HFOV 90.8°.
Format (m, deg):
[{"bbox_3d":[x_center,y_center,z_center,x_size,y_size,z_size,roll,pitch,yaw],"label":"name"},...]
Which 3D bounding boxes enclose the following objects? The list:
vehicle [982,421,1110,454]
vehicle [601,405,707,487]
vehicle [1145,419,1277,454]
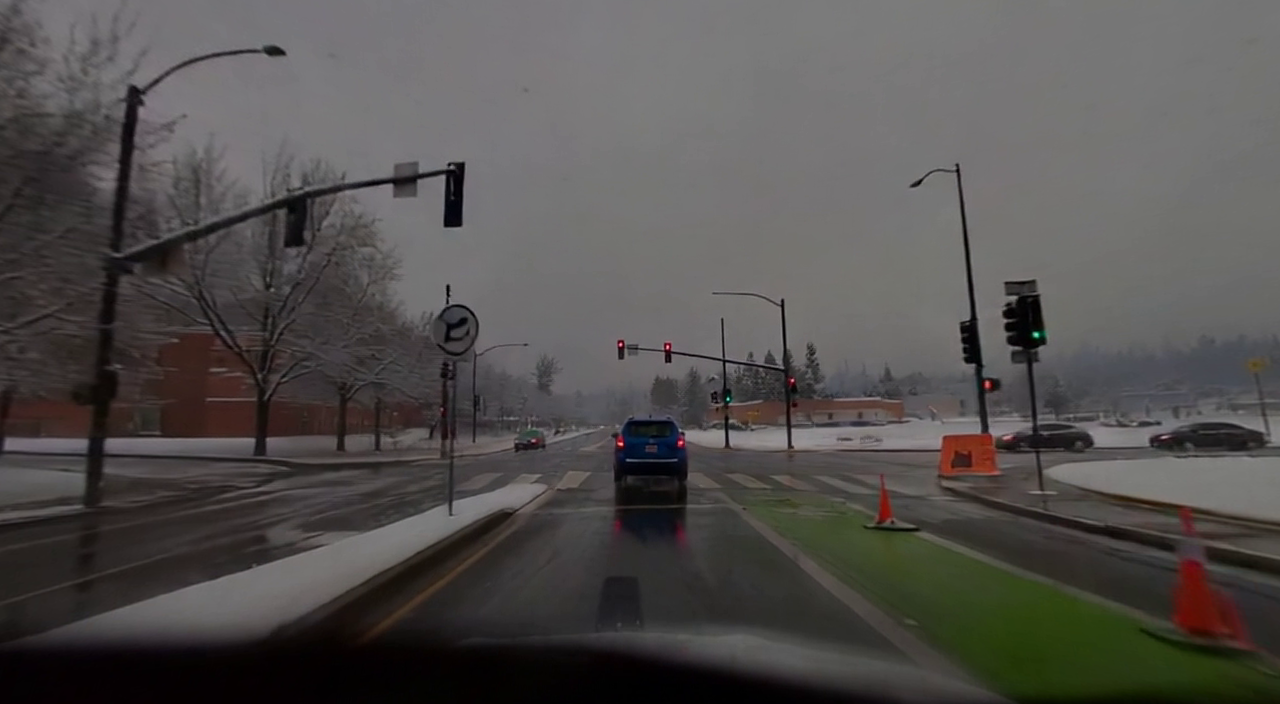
[{"bbox_3d":[18.488,3.934,28.939,4.492,1.422,1.961,1,-9,-1],"label":"vehicle"},{"bbox_3d":[0.314,2.421,16.338,2.339,1.790,4.629,0,-8,0],"label":"vehicle"},{"bbox_3d":[26.293,3.936,29.170,4.343,1.518,1.845,1,-9,-3],"label":"vehicle"}]
